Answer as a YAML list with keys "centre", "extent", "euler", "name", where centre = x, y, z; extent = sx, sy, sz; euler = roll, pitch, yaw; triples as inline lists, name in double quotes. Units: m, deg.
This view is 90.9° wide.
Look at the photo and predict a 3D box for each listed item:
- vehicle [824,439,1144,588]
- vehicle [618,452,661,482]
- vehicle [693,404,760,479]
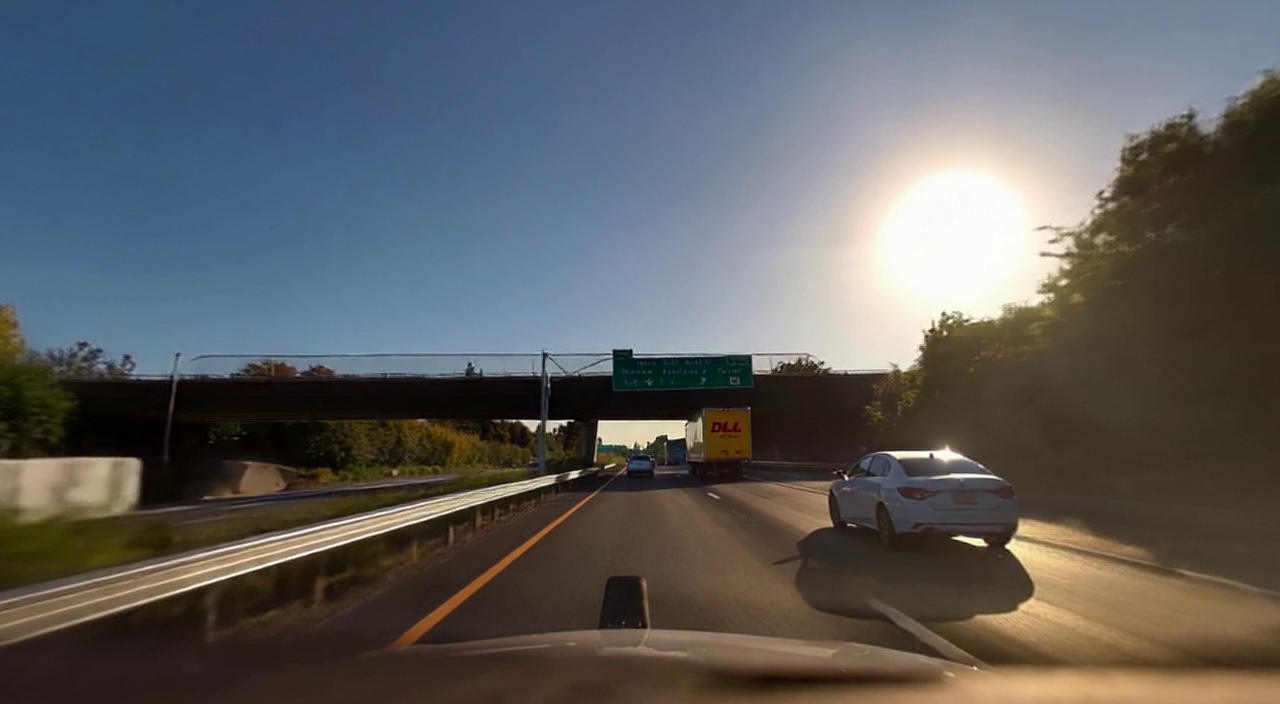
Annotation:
- centre: [4.047, 1.940, 8.418]
  extent: [1.894, 1.452, 4.164]
  euler: [0, -9, 0]
  name: "vehicle"
- centre: [-0.054, 5.828, 32.163]
  extent: [2.055, 1.445, 3.661]
  euler: [0, -9, 0]
  name: "vehicle"
- centre: [5.010, 5.482, 38.185]
  extent: [2.838, 3.985, 8.010]
  euler: [0, -9, 0]
  name: "vehicle"
